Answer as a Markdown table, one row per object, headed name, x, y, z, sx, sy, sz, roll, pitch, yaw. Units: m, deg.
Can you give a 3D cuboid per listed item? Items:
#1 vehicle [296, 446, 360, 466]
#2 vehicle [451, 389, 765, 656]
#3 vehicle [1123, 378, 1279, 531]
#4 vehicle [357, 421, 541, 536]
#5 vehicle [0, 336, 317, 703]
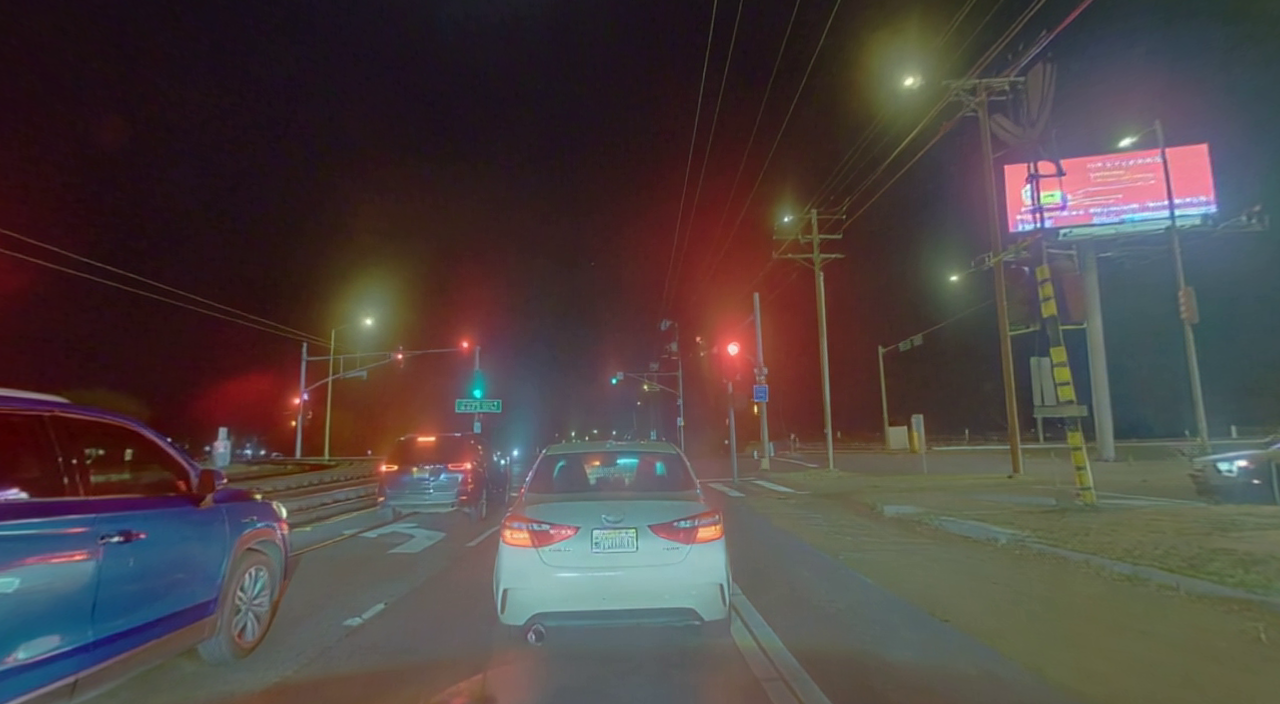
| name | x | y | z | sx | sy | sz | roll | pitch | yaw |
| --- | --- | --- | --- | --- | --- | --- | --- | --- | --- |
| vehicle | -24.213 | 8.073 | 49.096 | 4.357 | 1.444 | 1.842 | -3 | -9 | 19 |
| vehicle | -0.212 | 1.381 | 6.009 | 2.025 | 1.723 | 3.644 | 0 | -9 | 0 |
| vehicle | 9.614 | 1.318 | 8.211 | 5.060 | 1.702 | 2.033 | 1 | -9 | -4 |
| vehicle | -3.153 | 2.188 | 11.519 | 1.988 | 1.678 | 4.317 | 0 | -9 | 0 |
| vehicle | -3.933 | 0.875 | 3.049 | 2.052 | 1.814 | 5.184 | 0 | -9 | -1 |
